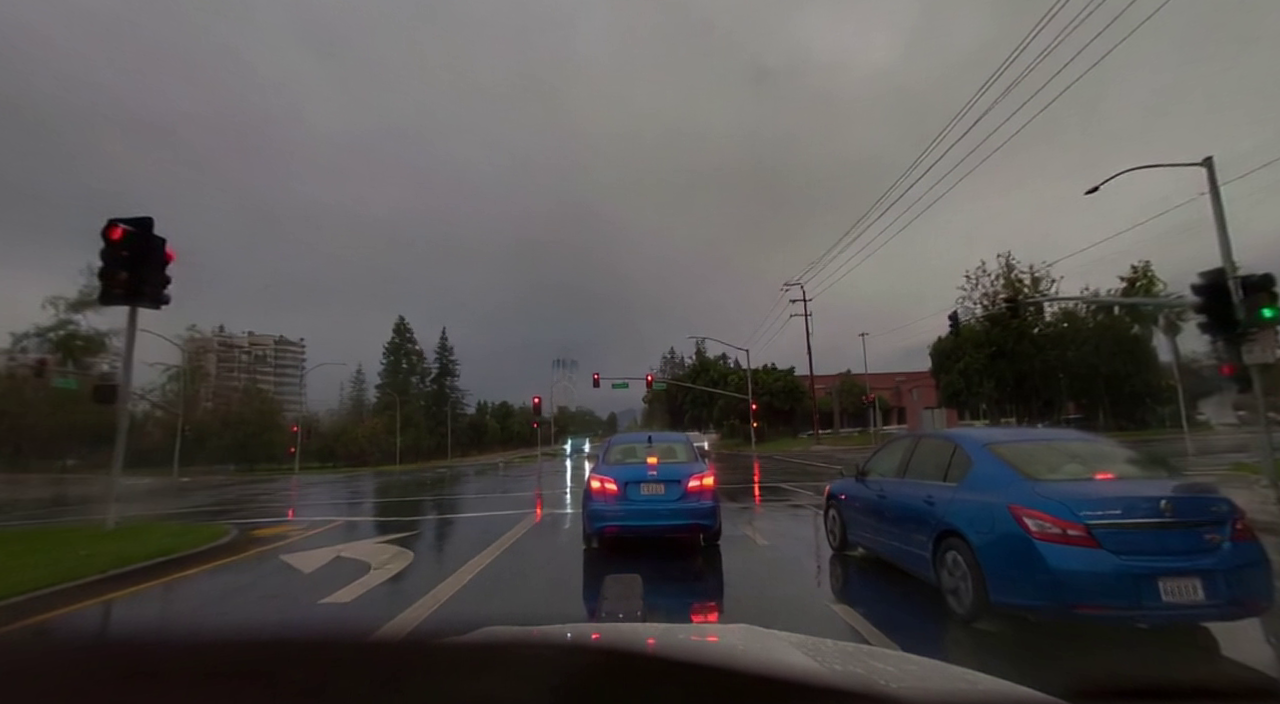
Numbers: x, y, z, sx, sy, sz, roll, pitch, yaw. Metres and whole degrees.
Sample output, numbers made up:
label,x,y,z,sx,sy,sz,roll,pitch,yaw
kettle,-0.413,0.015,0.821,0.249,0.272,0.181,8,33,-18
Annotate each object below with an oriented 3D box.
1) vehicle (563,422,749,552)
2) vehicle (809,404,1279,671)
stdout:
label,x,y,z,sx,sy,sz,roll,pitch,yaw
vehicle,0.178,1.821,9.169,2.110,1.466,3.860,0,-8,0
vehicle,3.109,1.332,5.663,2.004,1.448,4.263,0,-8,0
